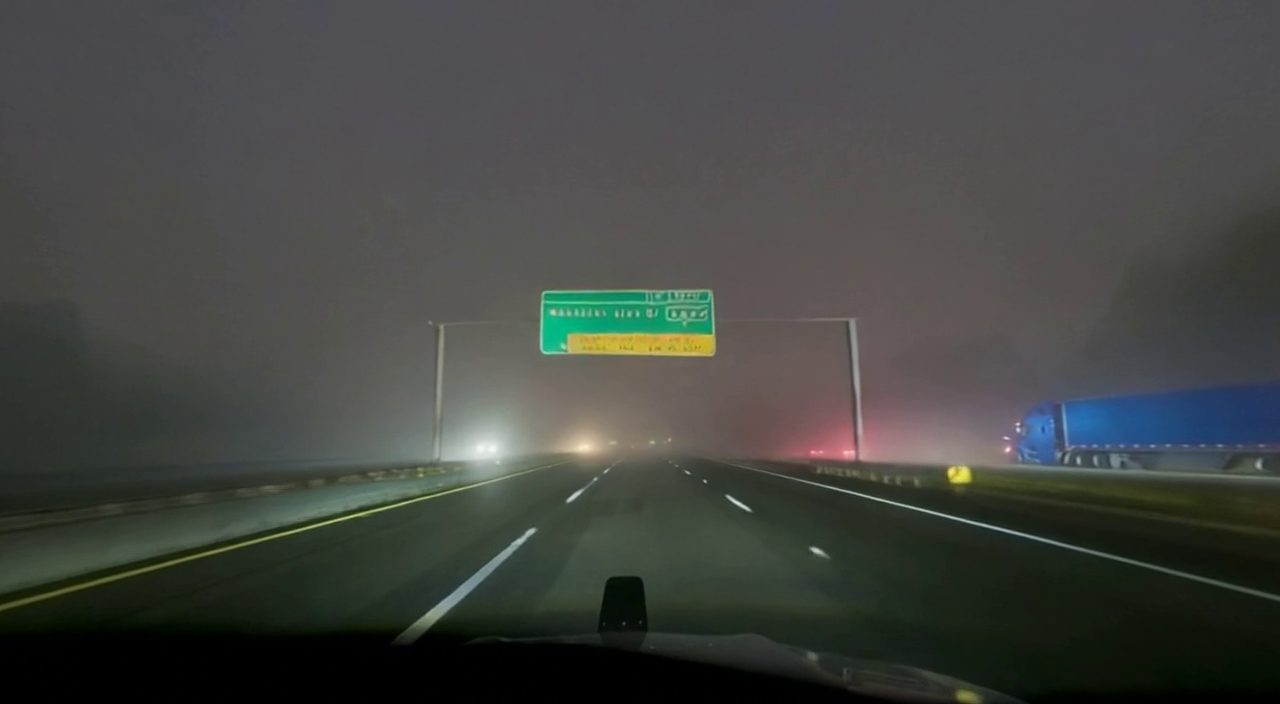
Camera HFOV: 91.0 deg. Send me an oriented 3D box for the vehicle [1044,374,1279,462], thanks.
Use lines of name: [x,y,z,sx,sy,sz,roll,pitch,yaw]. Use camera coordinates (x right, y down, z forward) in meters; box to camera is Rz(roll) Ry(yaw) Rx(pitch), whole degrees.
vehicle: [29.273,3.512,32.249,2.836,4.027,14.280,6,-10,-33]
